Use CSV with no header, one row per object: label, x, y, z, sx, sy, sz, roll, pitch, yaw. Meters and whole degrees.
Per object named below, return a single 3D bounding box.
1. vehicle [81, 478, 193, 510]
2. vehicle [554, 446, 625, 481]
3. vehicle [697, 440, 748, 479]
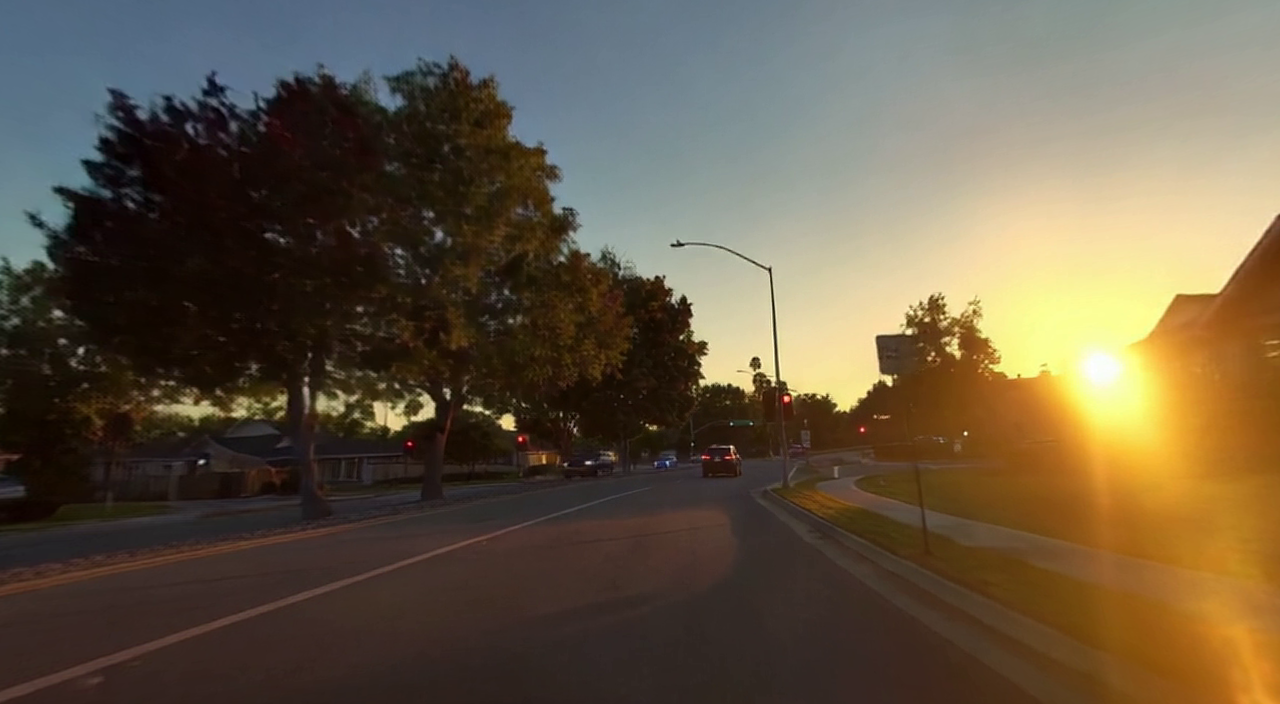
vehicle,-31.096,8.769,39.056,4.697,1.691,2.486,1,-9,-5
vehicle,-3.156,7.245,41.489,2.369,2.041,6.995,-3,-9,16
vehicle,4.441,5.613,33.225,2.059,1.908,4.714,-2,-9,14
